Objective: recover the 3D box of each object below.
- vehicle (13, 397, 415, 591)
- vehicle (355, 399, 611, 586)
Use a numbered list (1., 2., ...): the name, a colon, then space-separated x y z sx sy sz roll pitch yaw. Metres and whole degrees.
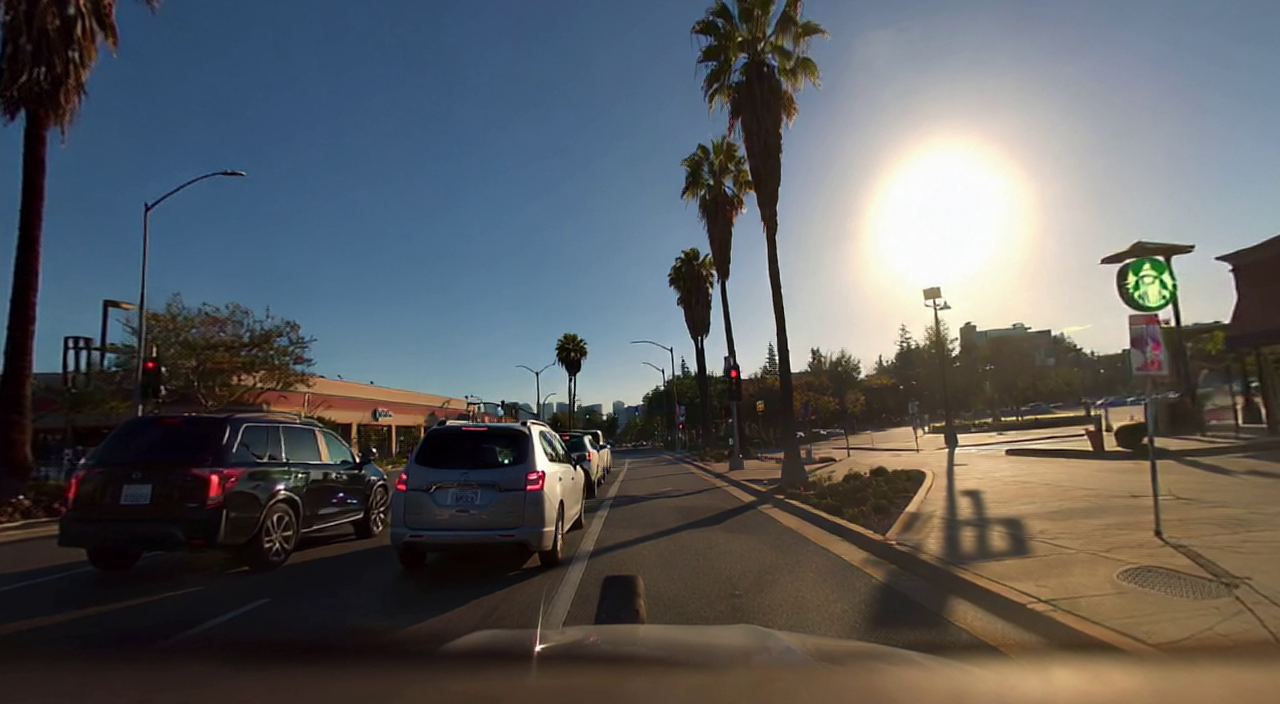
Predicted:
1. vehicle: -5.024 1.744 8.619 2.025 1.862 4.804 0 -9 1
2. vehicle: -1.582 1.657 8.215 2.153 1.759 4.320 0 -9 1
